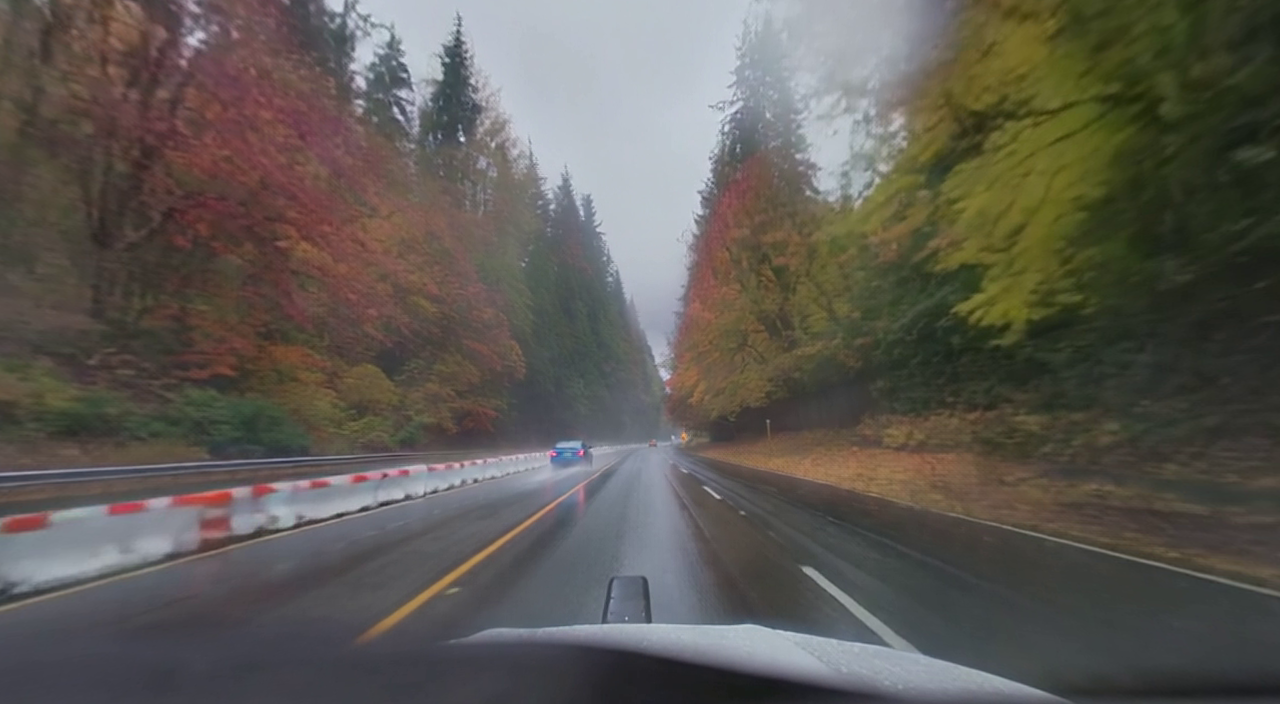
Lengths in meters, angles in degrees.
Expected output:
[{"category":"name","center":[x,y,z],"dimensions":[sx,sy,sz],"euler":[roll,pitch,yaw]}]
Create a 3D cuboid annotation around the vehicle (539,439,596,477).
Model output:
[{"category":"vehicle","center":[-2.999,4.497,26.993],"dimensions":[1.902,1.505,4.016],"euler":[0,-8,1]}]
